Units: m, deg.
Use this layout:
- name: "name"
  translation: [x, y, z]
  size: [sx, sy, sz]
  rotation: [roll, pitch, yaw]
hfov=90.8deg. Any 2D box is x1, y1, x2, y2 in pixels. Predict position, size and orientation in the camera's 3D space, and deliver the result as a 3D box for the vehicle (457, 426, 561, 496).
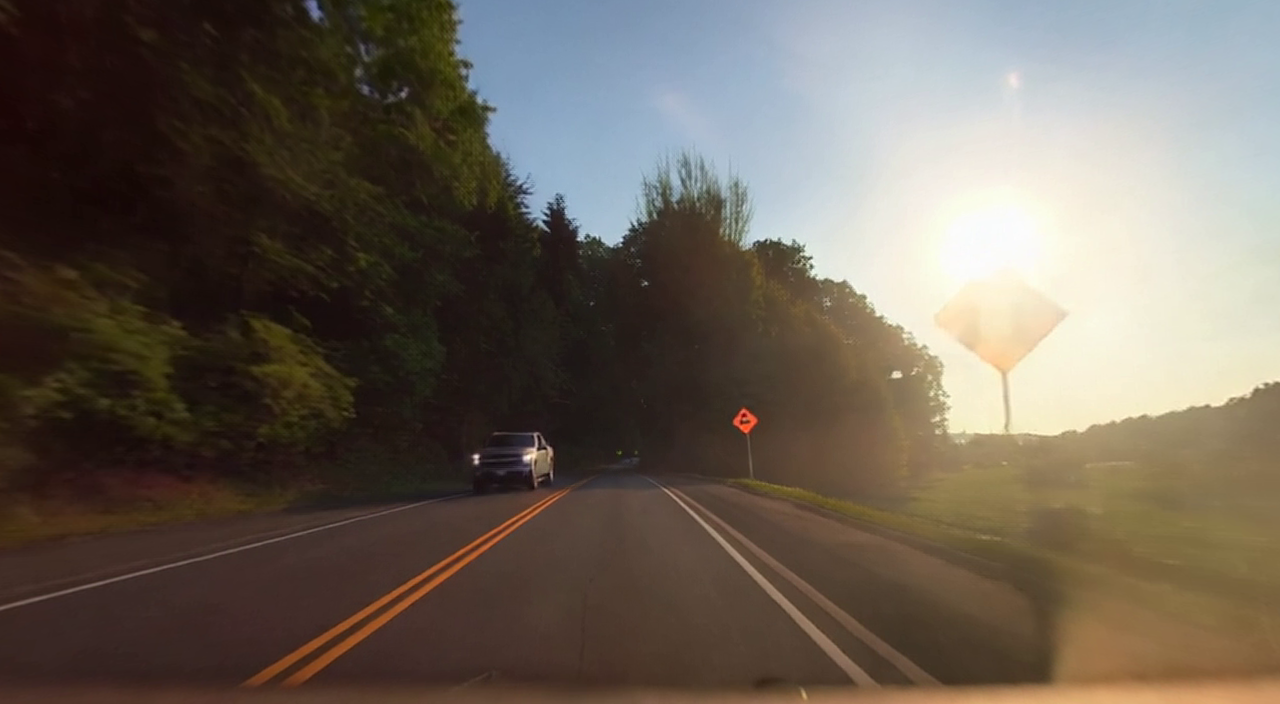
- name: "vehicle"
  translation: [-4.581, 3.951, 23.300]
  size: [2.638, 2.200, 5.867]
  rotation: [-1, -8, 0]
